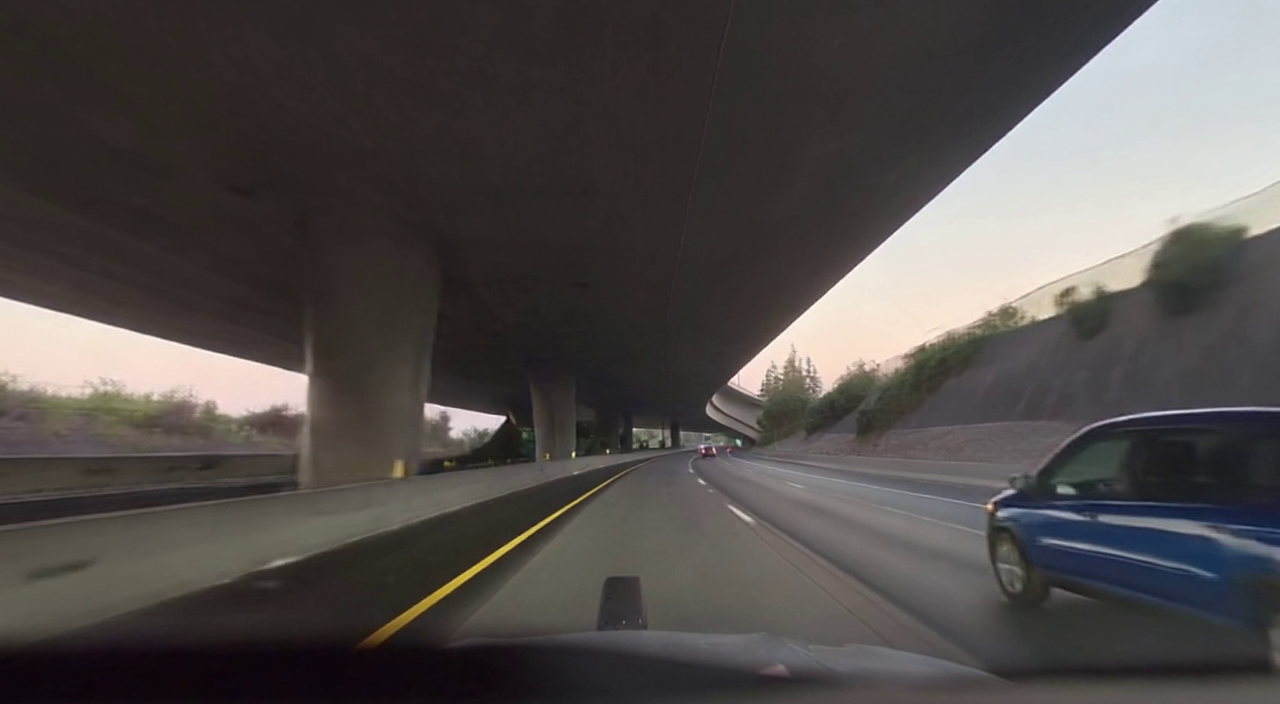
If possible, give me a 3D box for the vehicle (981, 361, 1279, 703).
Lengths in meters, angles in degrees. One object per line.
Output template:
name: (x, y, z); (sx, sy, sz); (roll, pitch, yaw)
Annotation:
vehicle: (4.152, 0.980, 3.448); (2.143, 1.730, 4.303); (0, -9, 0)
